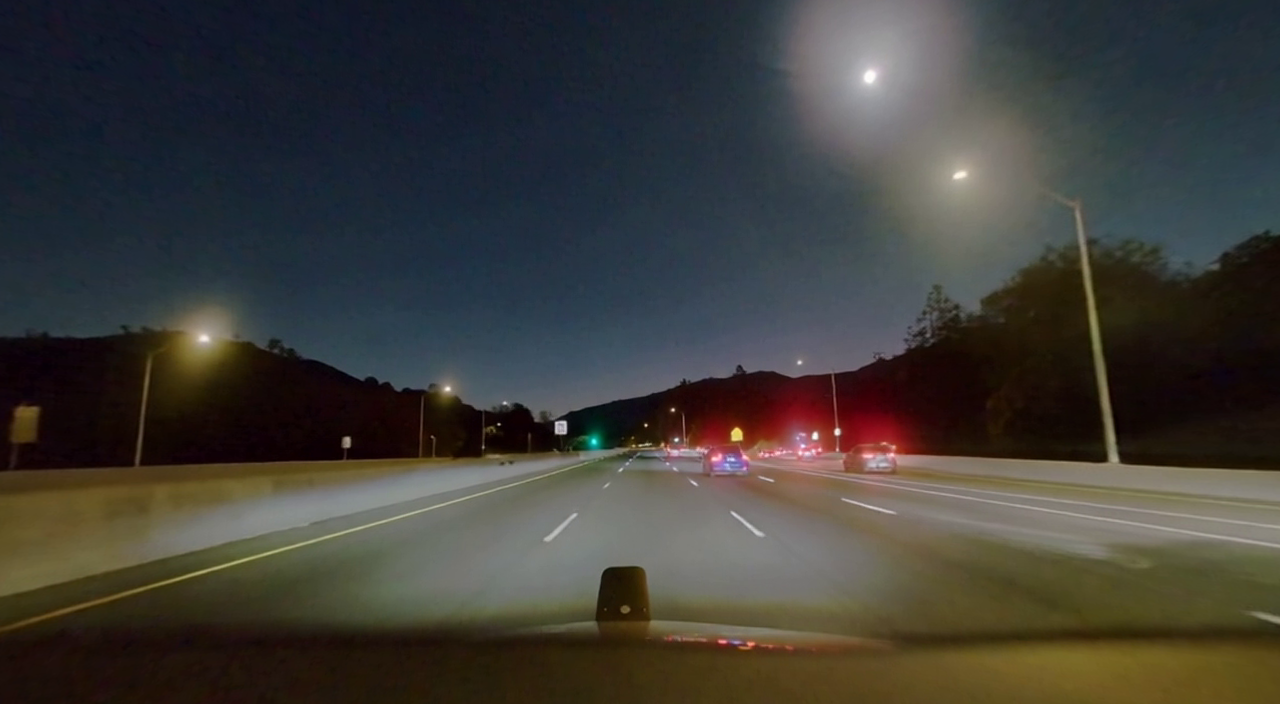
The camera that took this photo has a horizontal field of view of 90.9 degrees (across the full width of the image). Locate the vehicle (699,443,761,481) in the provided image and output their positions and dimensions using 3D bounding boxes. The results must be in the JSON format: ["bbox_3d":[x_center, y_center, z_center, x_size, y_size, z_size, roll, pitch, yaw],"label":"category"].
[{"bbox_3d":[3.733,4.624,26.975,1.916,1.469,4.481,0,-8,-1],"label":"vehicle"}]
